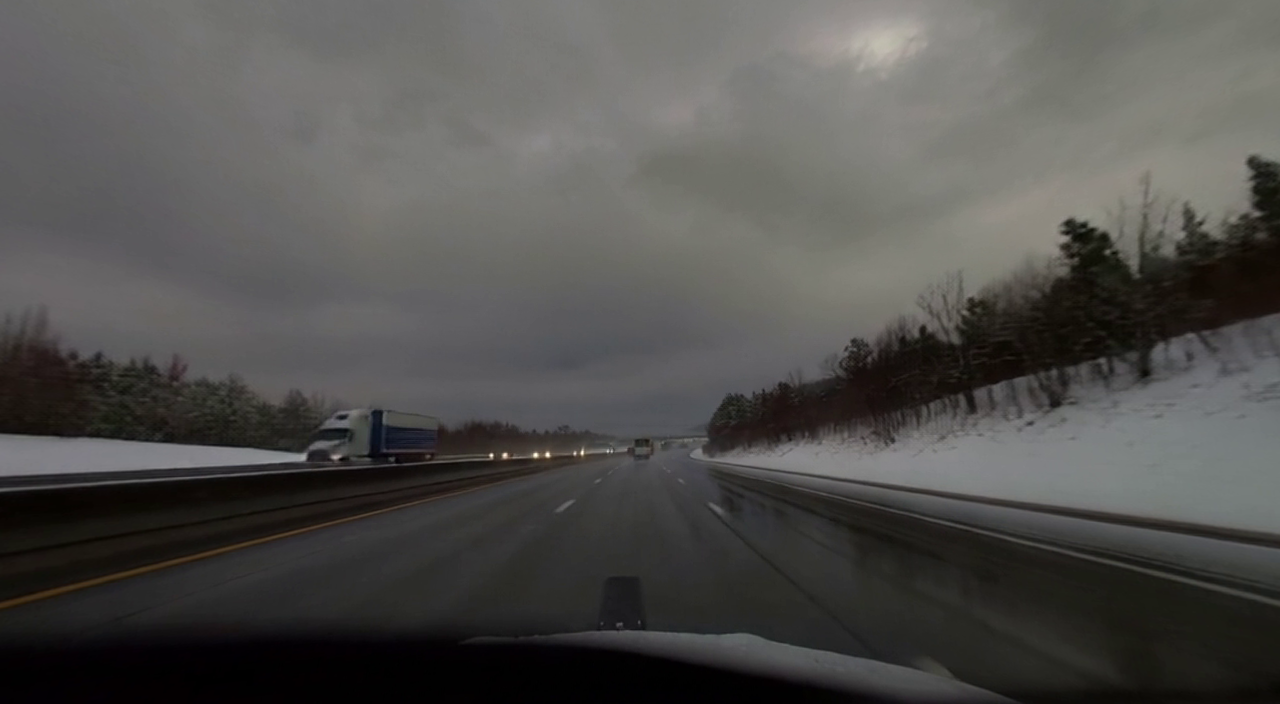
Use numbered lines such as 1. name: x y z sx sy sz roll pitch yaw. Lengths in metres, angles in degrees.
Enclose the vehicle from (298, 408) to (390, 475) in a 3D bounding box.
1. vehicle: -19.009 5.826 40.950 2.979 4.014 5.841 0 -9 1
